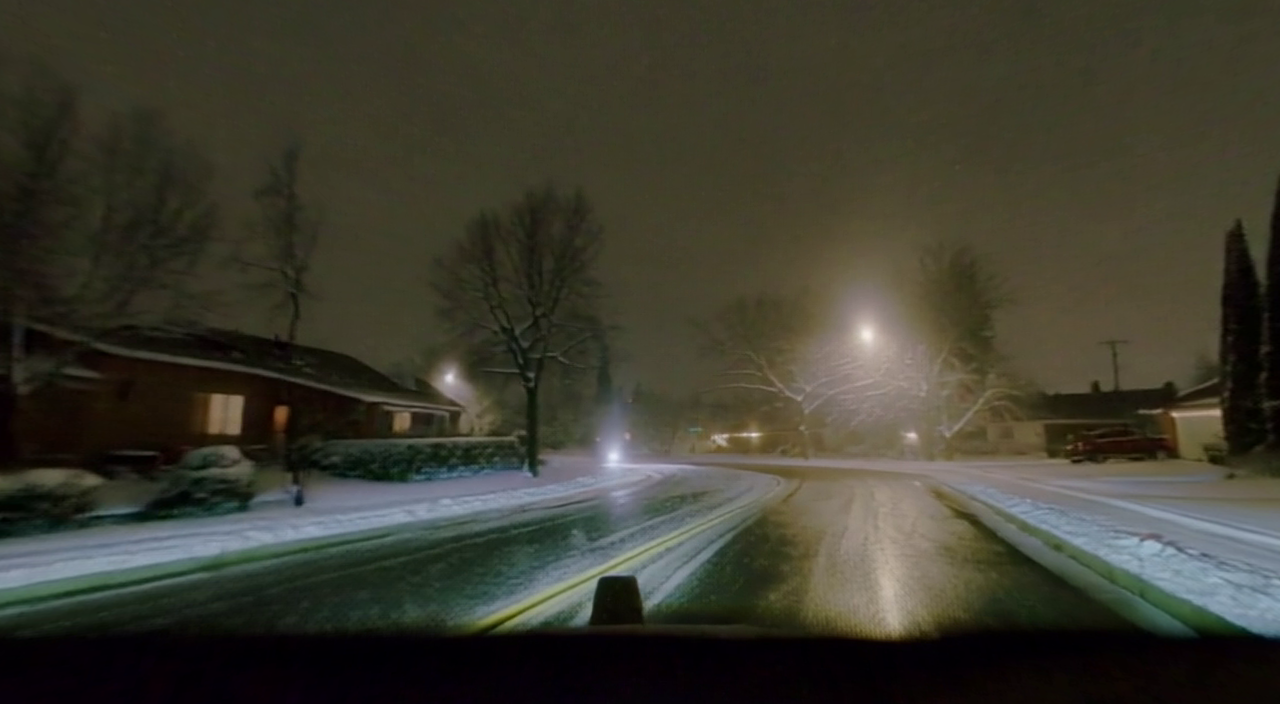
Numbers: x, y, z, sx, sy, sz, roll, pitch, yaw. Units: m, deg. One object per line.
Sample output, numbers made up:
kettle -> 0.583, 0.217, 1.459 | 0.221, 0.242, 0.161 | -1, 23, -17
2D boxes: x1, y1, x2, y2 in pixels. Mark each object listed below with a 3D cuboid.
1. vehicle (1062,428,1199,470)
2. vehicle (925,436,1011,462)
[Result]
vehicle -> 22.045, 4.416, 28.606 | 4.327, 1.573, 1.967 | -7, -11, 19
vehicle -> 22.640, 6.689, 43.678 | 4.799, 1.451, 2.144 | -1, -8, -11
